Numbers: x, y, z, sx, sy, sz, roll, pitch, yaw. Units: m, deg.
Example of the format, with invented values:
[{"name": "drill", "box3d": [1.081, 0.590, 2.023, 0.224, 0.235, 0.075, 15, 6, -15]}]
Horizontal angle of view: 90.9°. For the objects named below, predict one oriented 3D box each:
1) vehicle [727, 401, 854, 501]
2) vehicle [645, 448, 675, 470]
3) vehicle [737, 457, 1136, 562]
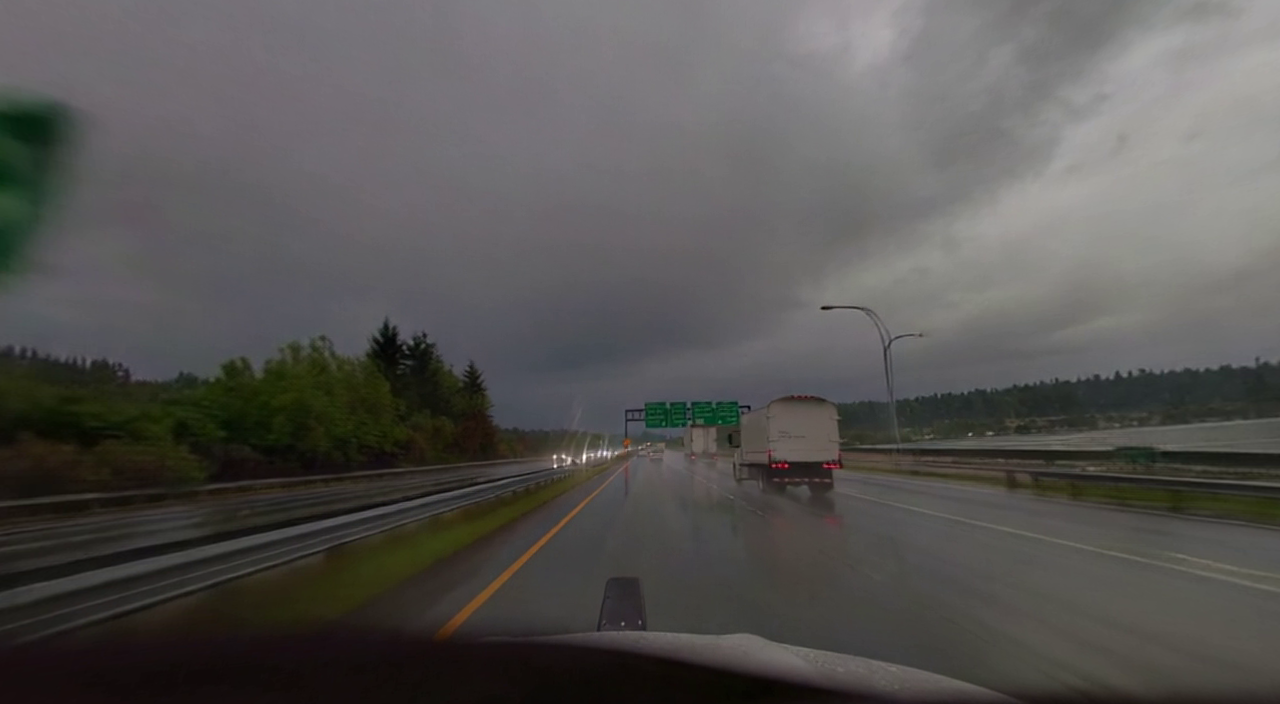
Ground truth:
[{"name": "vehicle", "box3d": [4.634, 3.231, 20.727, 2.569, 2.783, 5.984, 0, -9, -1]}, {"name": "vehicle", "box3d": [1.428, 7.599, 44.999, 2.049, 1.500, 3.790, 0, -9, 1]}, {"name": "vehicle", "box3d": [4.670, 3.037, 14.339, 2.472, 1.036, 13.239, -2, -9, -2]}]
